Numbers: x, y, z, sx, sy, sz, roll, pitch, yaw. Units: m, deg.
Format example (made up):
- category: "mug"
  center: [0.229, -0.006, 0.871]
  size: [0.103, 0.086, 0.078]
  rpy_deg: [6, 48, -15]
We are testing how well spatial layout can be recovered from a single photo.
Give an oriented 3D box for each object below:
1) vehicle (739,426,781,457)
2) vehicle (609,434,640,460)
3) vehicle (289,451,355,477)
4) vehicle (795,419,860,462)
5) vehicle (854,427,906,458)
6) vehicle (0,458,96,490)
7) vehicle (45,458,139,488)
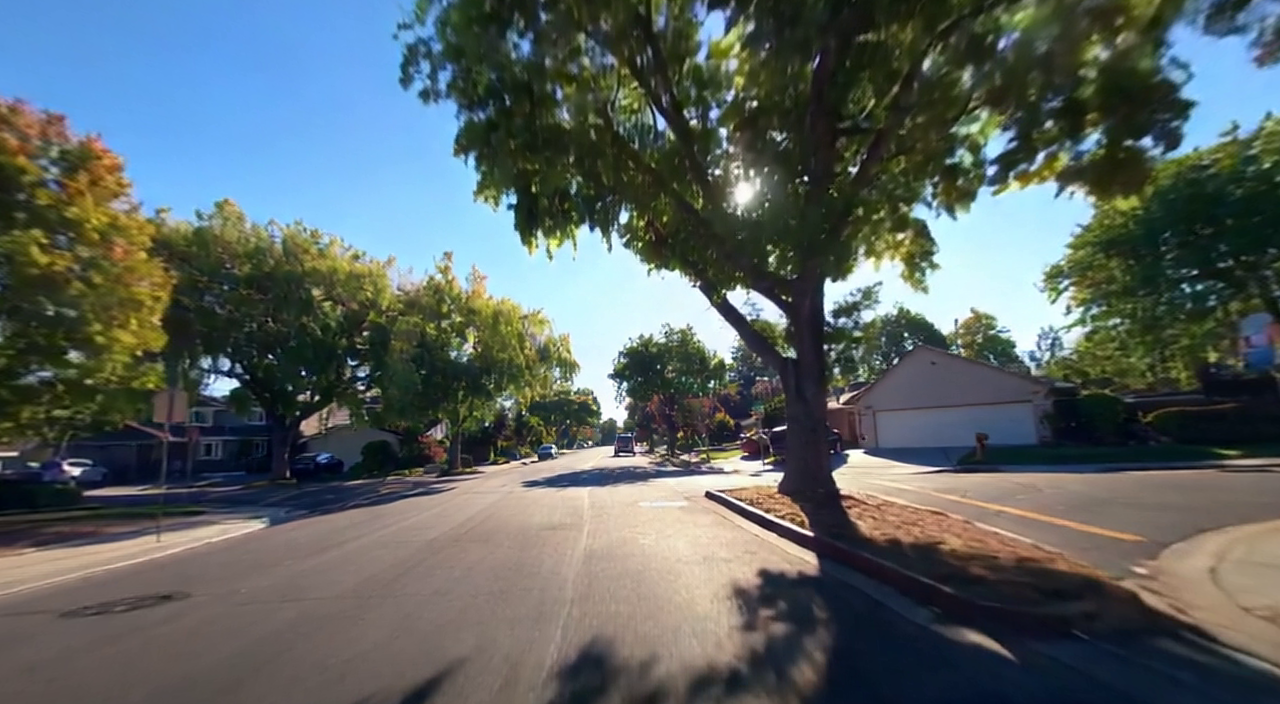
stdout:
- category: "vehicle"
  center: [7.582, 5.721, 40.280]
  size: [2.130, 1.836, 4.464]
  rpy_deg: [-1, -8, 5]
- category: "vehicle"
  center: [-1.063, 6.820, 45.403]
  size: [2.116, 1.711, 4.155]
  rpy_deg: [0, -8, -1]
- category: "vehicle"
  center: [-20.205, 7.139, 40.378]
  size: [1.917, 1.499, 4.569]
  rpy_deg: [0, -8, 0]
- category: "vehicle"
  center: [9.390, 4.522, 32.098]
  size: [2.333, 1.933, 5.662]
  rpy_deg: [-1, -8, 8]
- category: "vehicle"
  center: [12.714, 4.814, 33.677]
  size: [1.972, 1.528, 3.891]
  rpy_deg: [-2, -9, 13]
- category: "vehicle"
  center: [-36.523, 7.528, 39.101]
  size: [2.016, 1.746, 4.125]
  rpy_deg: [0, -8, -1]
- category: "vehicle"
  center: [-33.714, 7.425, 39.052]
  size: [1.978, 1.666, 4.230]
  rpy_deg: [0, -8, 0]
